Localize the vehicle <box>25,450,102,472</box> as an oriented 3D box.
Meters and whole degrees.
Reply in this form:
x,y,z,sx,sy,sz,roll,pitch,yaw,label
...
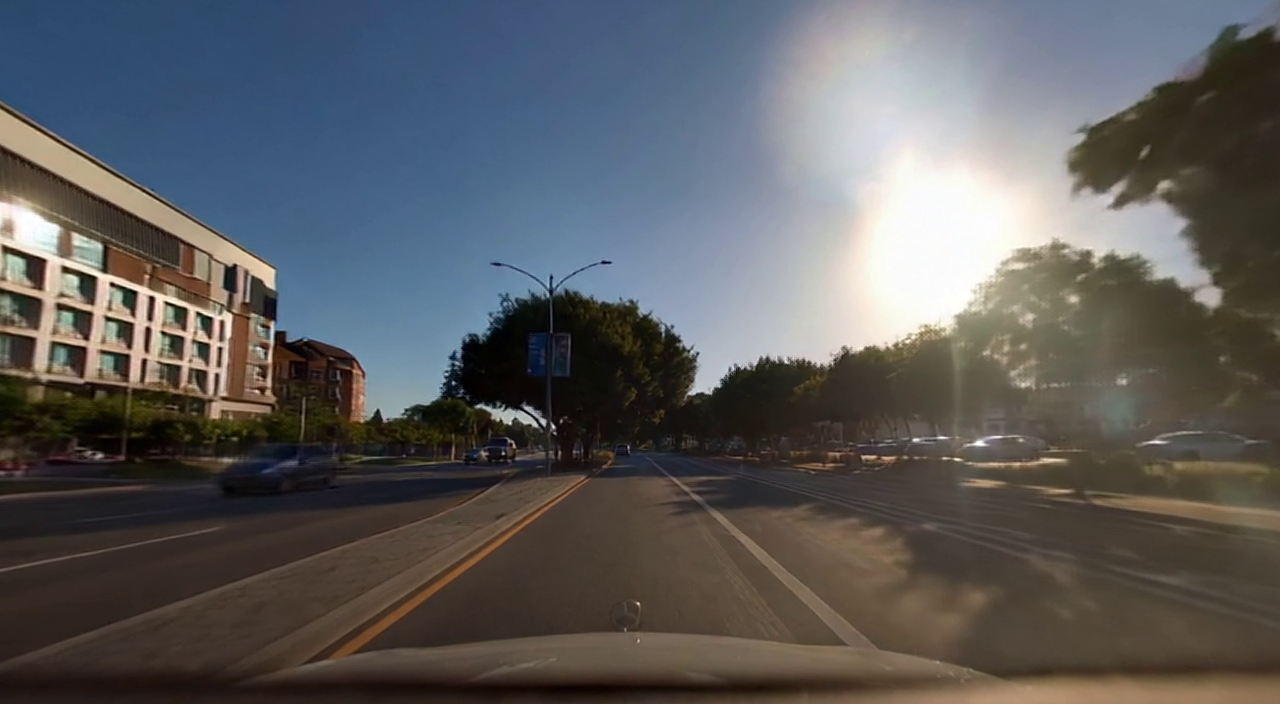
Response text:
x,y,z,sx,sy,sz,roll,pitch,yaw,label
-45.033,8.481,49.363,4.235,1.611,2.127,8,-12,-44,vehicle

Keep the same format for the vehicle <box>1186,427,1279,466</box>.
x,y,z,sx,sy,sz,roll,pitch,yaw,label
25.916,3.961,26.559,4.068,1.546,2.017,1,-8,-4,vehicle

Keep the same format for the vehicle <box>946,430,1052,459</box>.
x,y,z,sx,sy,sz,roll,pitch,yaw,label
22.480,5.834,39.659,5.320,1.722,2.651,2,-9,-15,vehicle

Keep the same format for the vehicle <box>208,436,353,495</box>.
x,y,z,sx,sy,sz,roll,pitch,yaw,label
-12.218,3.870,21.952,2.250,1.788,4.684,0,-9,0,vehicle
